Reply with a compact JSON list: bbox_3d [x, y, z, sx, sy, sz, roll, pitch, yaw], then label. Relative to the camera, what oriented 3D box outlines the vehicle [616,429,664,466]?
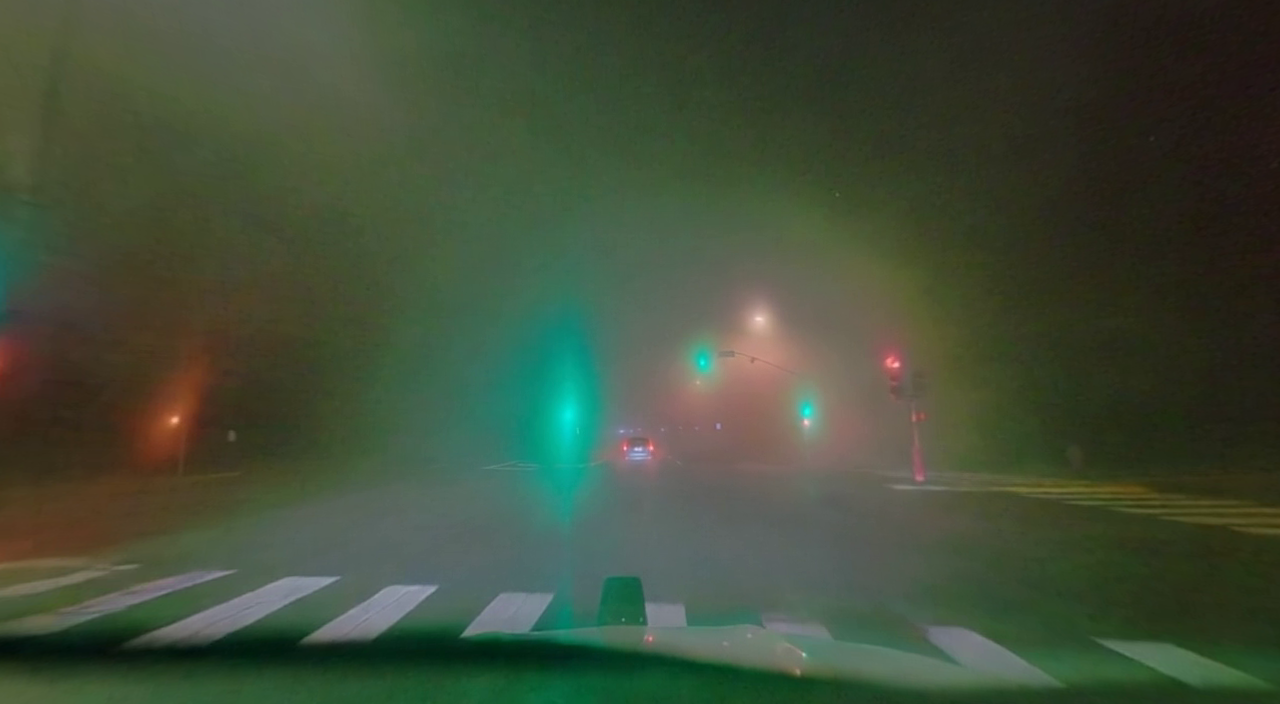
[{"bbox_3d":[0.034,4.805,31.828,2.256,1.734,4.176,0,-8,0],"label":"vehicle"}]
